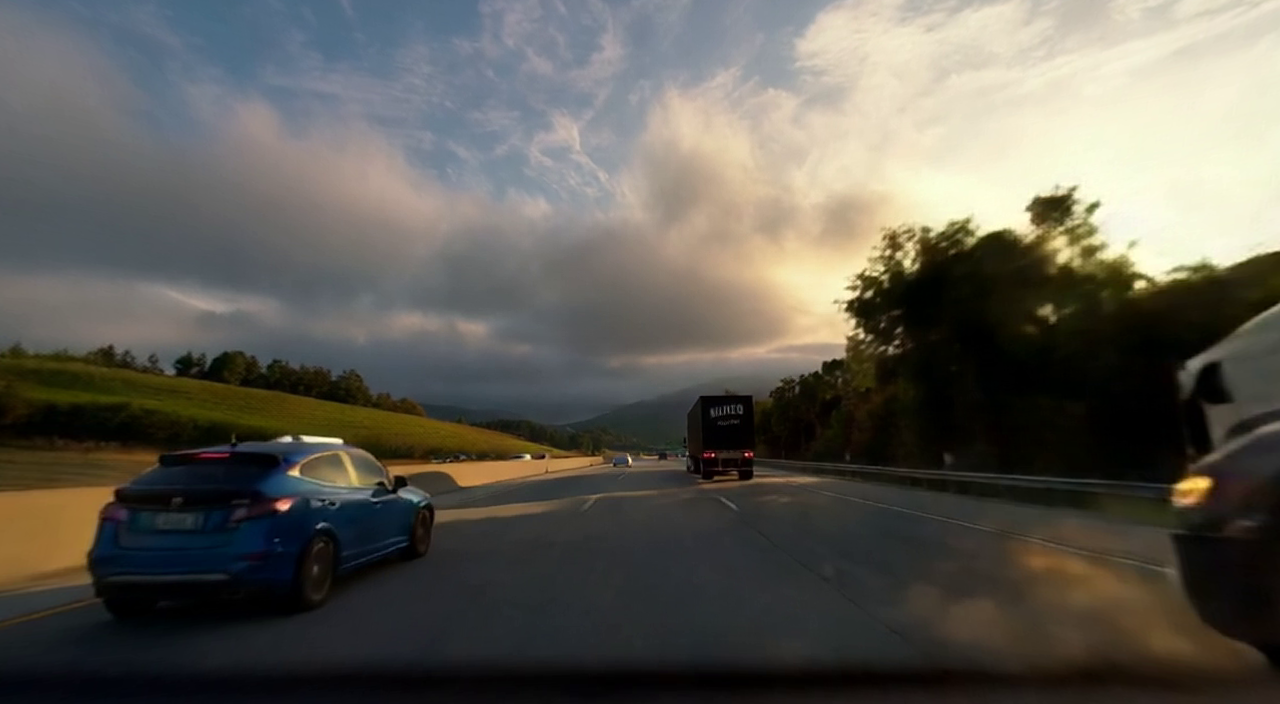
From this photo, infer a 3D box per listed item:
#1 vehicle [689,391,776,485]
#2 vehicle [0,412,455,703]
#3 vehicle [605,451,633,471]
[{"bbox_3d":[4.504,4.767,34.246,2.832,4.034,13.924,0,-9,1],"label":"vehicle"},{"bbox_3d":[-3.293,1.427,5.554,1.945,1.537,4.294,0,-9,1],"label":"vehicle"},{"bbox_3d":[-1.591,8.551,49.798,1.935,1.470,4.063,0,-9,2],"label":"vehicle"}]
